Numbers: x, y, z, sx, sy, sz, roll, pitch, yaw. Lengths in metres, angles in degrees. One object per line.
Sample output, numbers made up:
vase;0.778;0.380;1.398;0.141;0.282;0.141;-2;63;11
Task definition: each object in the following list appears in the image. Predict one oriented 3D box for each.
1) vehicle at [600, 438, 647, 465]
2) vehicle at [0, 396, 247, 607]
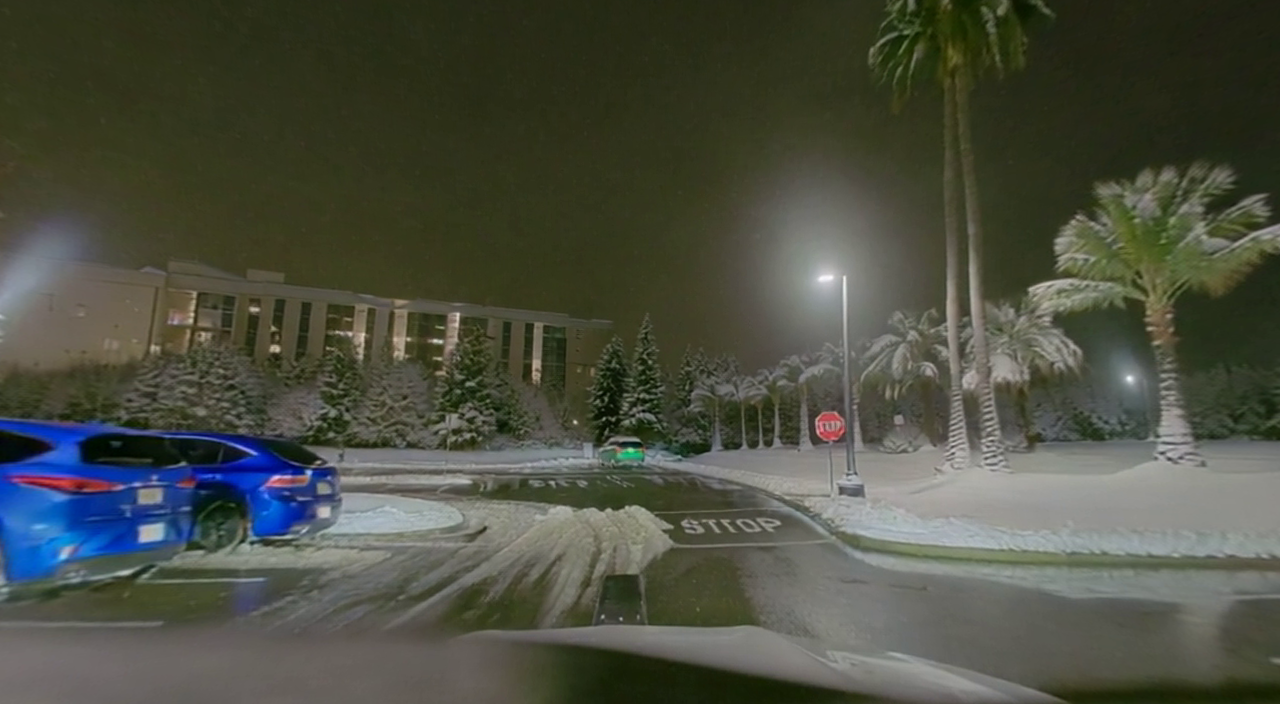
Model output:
vehicle;-1.174;6.744;42.947;2.071;1.700;4.367;2;-9;-17
vehicle;-6.985;1.475;6.879;4.272;1.760;2.045;-2;-9;13
